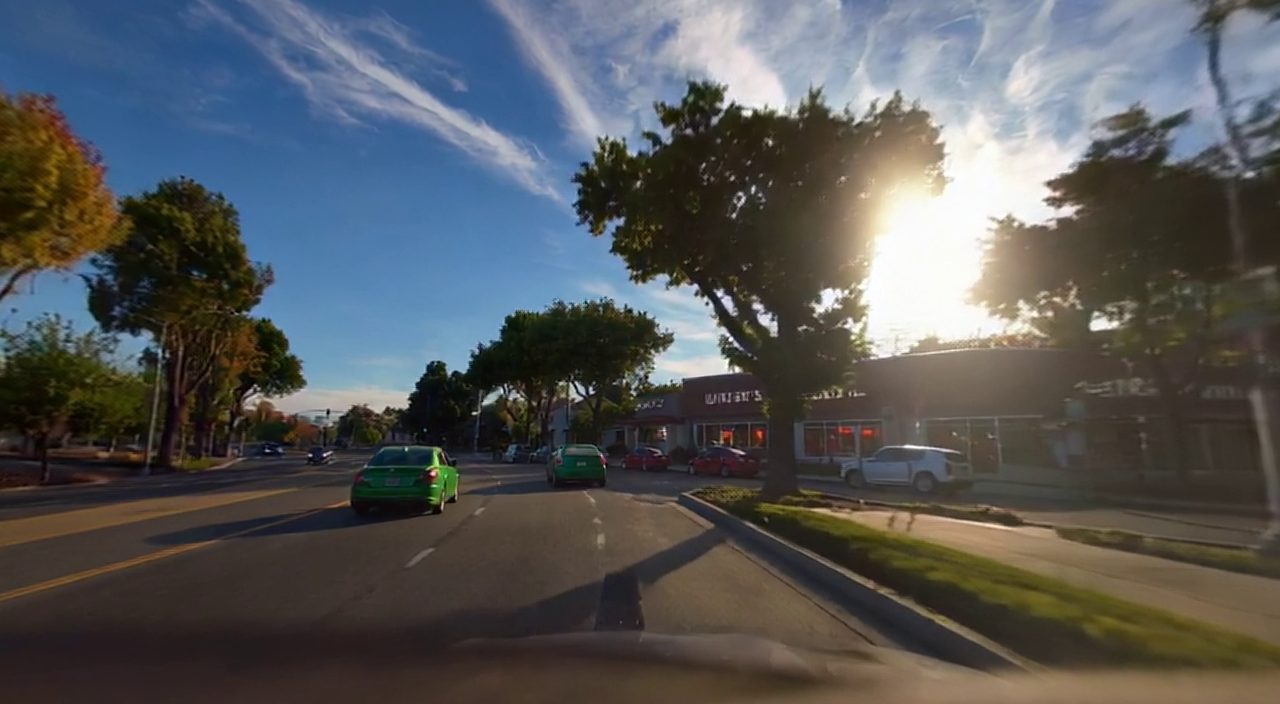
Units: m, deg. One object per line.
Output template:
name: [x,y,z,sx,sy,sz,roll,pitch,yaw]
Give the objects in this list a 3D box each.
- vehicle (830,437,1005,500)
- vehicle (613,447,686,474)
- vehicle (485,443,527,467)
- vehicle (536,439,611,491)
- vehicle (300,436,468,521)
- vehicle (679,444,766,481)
vehicle: [8.532,3.594,19.947,2.095,1.697,4.801,4,-9,-25]
vehicle: [0.444,6.211,36.408,2.038,1.446,4.896,5,-10,-28]
vehicle: [-8.771,6.668,40.913,1.920,1.416,4.310,3,-9,-22]
vehicle: [-2.298,3.661,20.771,2.001,1.483,4.442,2,-9,-12]
vehicle: [-5.226,2.616,13.692,2.105,1.477,4.857,1,-9,-7]
vehicle: [3.694,5.038,28.935,1.952,1.547,4.091,4,-10,-26]
